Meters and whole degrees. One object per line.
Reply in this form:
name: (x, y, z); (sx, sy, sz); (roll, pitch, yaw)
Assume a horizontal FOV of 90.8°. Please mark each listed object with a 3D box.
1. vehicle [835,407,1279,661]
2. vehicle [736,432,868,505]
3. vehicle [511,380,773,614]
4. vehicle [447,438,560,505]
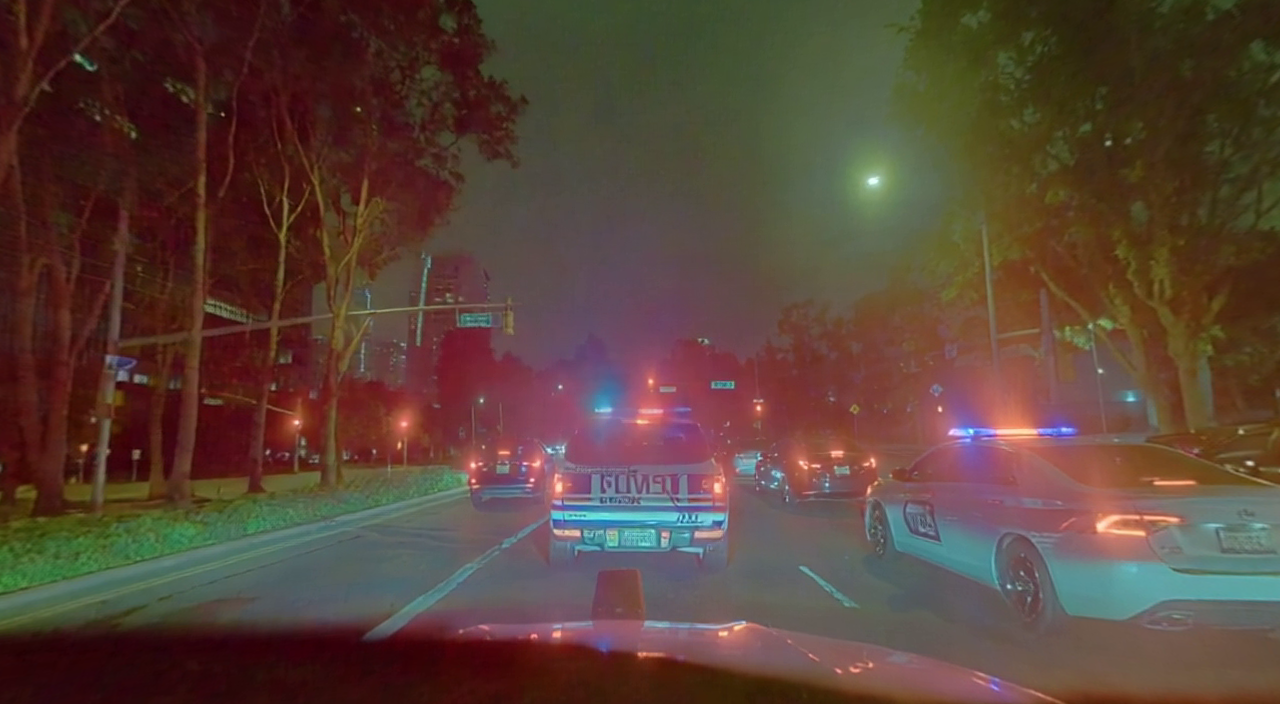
vehicle: (3.640, 1.411, 6.081); (1.995, 1.483, 4.533); (0, -8, -1)
vehicle: (3.634, 2.700, 15.058); (1.940, 1.474, 4.234); (0, -8, -1)
vehicle: (-0.032, 1.461, 7.273); (2.038, 1.819, 4.505); (0, -8, -1)
vehicle: (-3.316, 2.984, 16.212); (1.913, 1.464, 4.276); (0, -8, 0)
